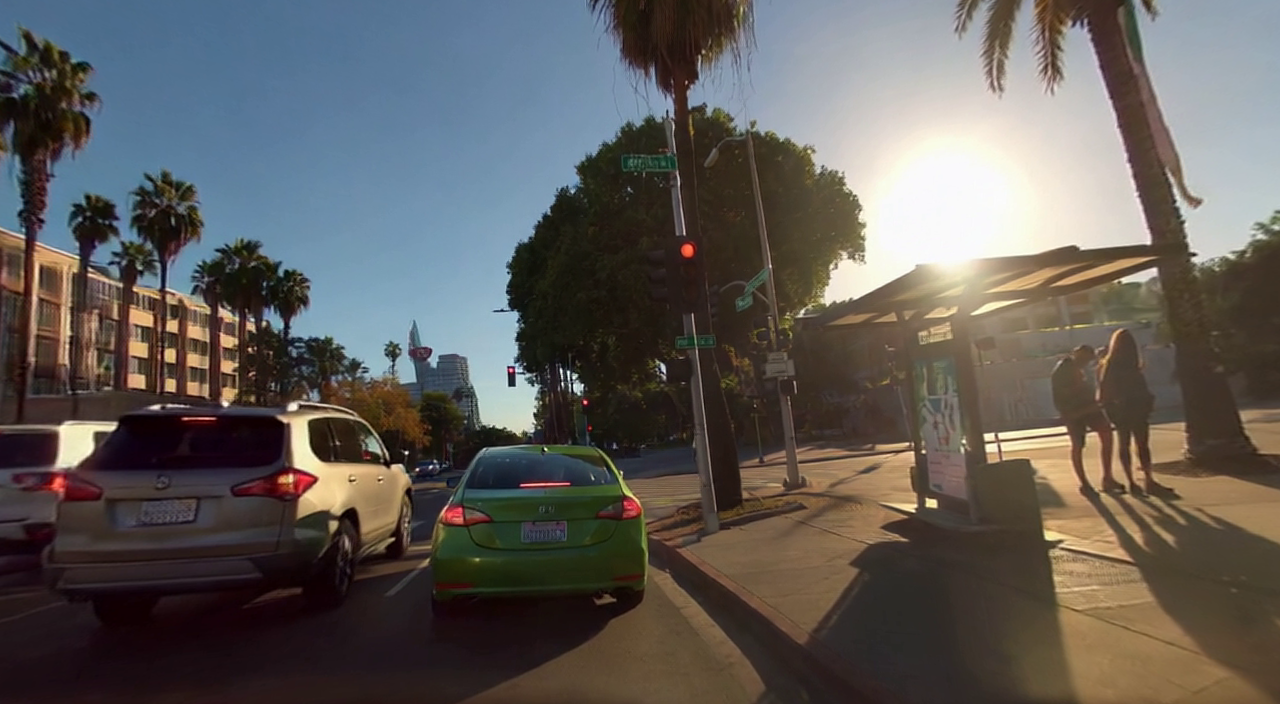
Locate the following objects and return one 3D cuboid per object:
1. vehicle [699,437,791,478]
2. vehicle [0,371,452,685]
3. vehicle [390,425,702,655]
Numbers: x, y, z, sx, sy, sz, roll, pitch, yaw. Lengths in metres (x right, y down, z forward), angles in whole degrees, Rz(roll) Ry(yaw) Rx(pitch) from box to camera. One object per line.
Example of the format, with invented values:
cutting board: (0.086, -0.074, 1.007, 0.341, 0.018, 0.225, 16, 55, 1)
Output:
vehicle: (5.204, 5.225, 31.468, 3.986, 1.636, 1.903, 5, -4, -12)
vehicle: (-3.313, 1.388, 6.182, 2.098, 1.851, 4.571, 1, -9, -8)
vehicle: (-0.935, 1.558, 6.422, 2.065, 1.467, 4.289, 1, -9, -9)
